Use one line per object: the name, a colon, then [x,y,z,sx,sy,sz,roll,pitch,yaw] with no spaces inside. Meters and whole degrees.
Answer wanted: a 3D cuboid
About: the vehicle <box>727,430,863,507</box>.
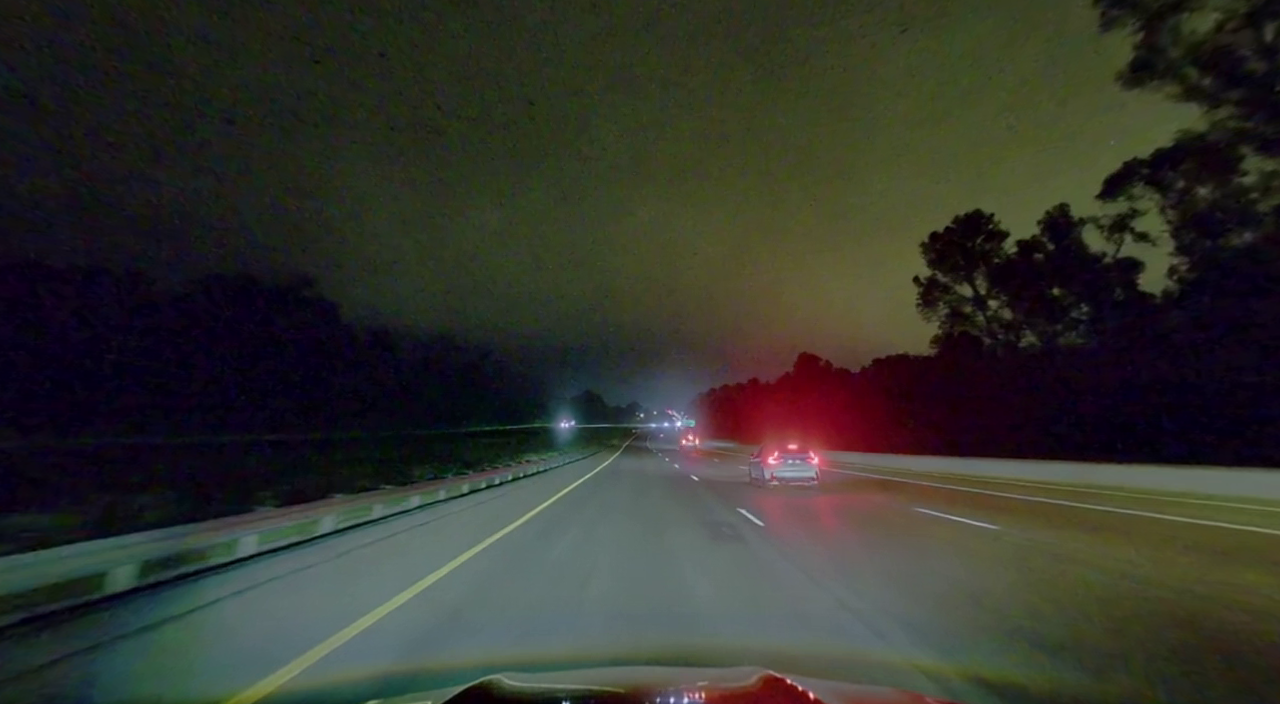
vehicle: [3.474,2.691,15.076,2.050,1.546,4.344,0,-8,-1]
